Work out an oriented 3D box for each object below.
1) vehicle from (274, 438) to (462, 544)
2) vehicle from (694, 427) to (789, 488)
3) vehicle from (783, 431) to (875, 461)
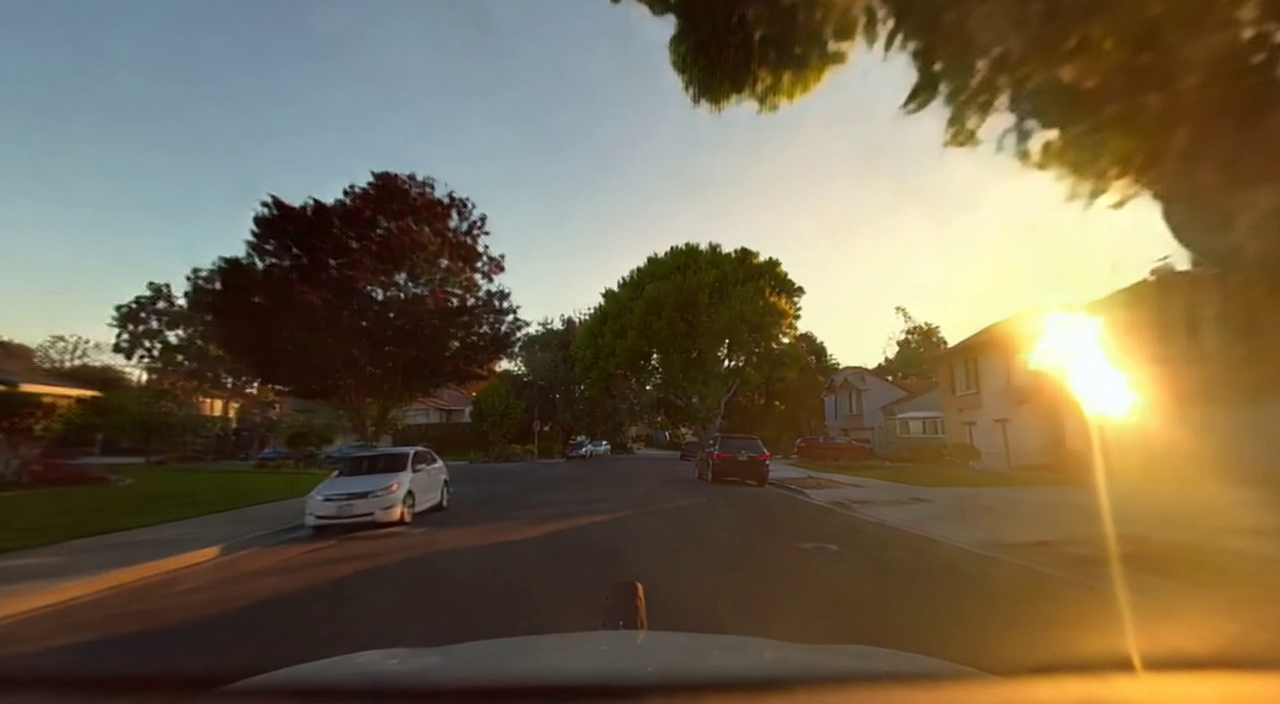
[{"bbox_3d":[-4.817,2.439,12.040,1.981,1.463,4.631,0,-7,-6],"label":"vehicle"},{"bbox_3d":[3.244,3.517,21.365,2.228,1.813,4.901,0,-8,-2],"label":"vehicle"},{"bbox_3d":[11.185,5.588,37.608,4.781,1.700,1.914,1,-8,-4],"label":"vehicle"}]
